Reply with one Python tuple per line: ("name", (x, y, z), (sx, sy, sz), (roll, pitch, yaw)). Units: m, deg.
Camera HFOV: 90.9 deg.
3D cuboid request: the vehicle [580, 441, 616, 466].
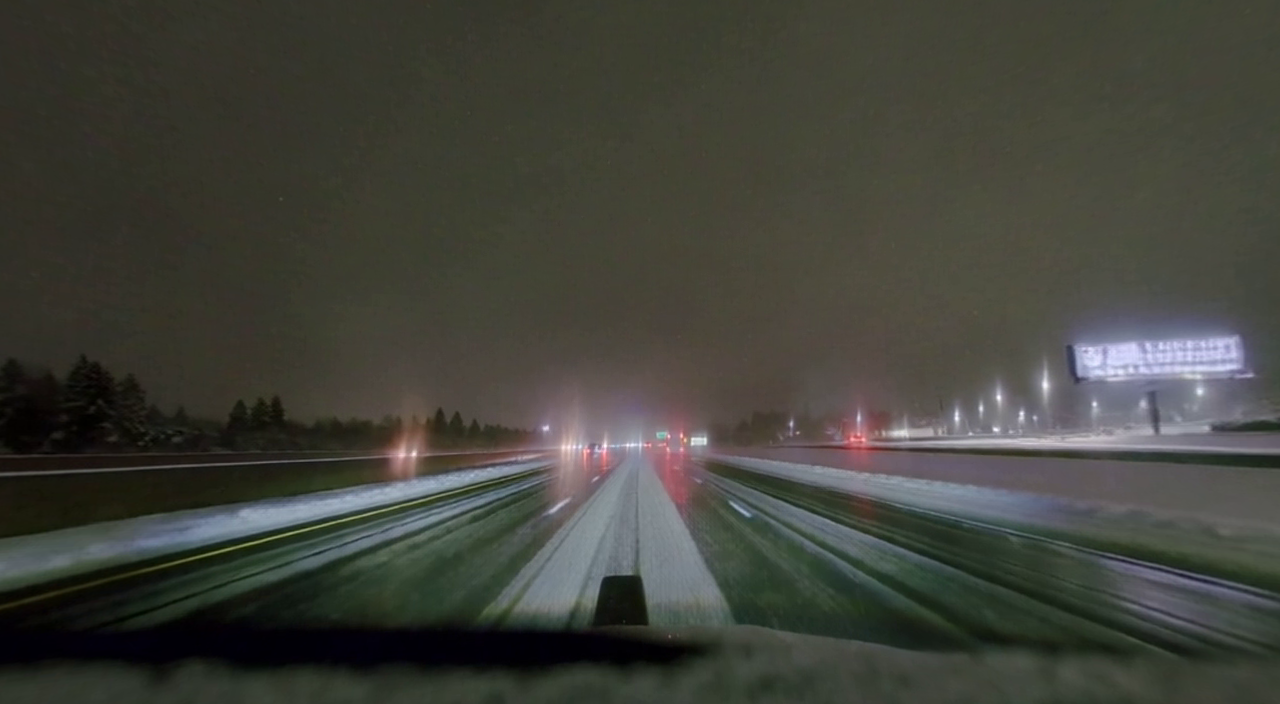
("vehicle", (-3.039, 7.467, 46.596), (2.319, 1.738, 4.355), (0, -8, 0))
